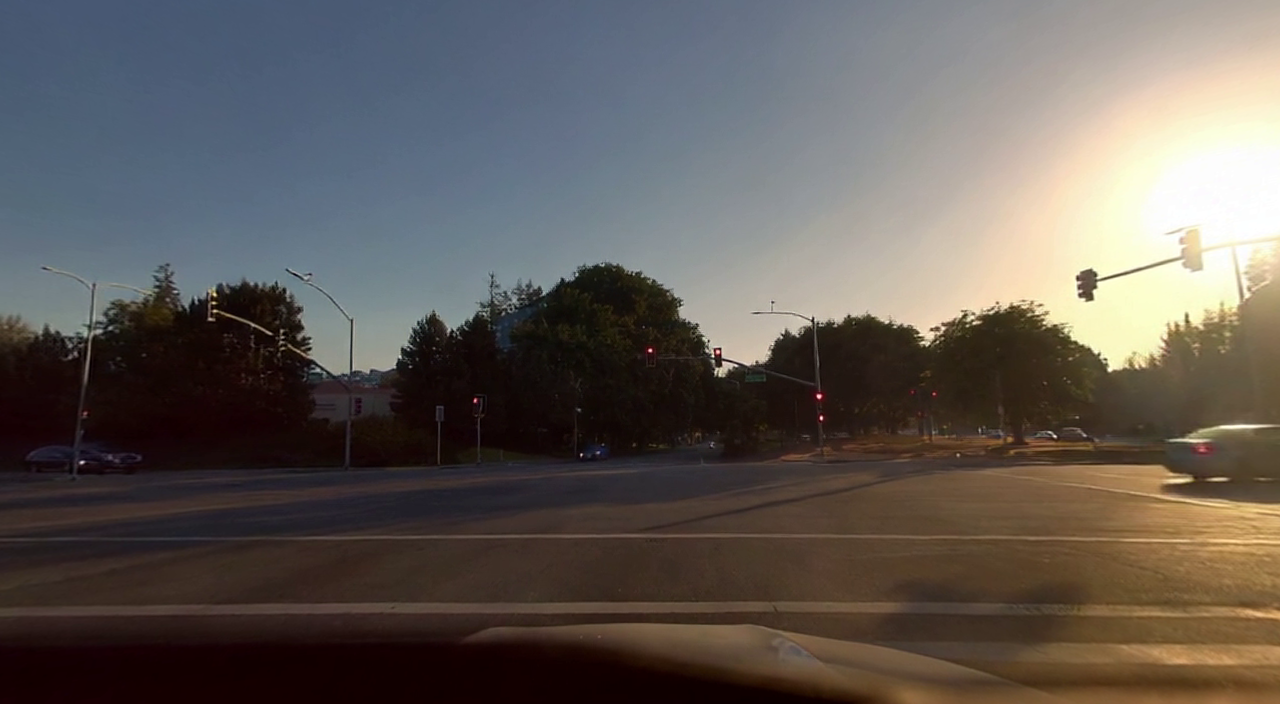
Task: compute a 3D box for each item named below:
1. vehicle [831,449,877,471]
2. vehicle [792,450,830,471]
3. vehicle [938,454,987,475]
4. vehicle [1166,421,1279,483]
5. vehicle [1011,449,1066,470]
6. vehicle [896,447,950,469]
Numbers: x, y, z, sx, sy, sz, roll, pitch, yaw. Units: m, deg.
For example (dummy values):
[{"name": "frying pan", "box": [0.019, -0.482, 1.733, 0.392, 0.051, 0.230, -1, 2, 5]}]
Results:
[{"name": "vehicle", "box": [15.534, 7.838, 45.965, 1.714, 1.458, 4.206, 0, -8, -2]}, {"name": "vehicle", "box": [12.575, 7.941, 46.482, 1.647, 1.386, 3.725, -1, -8, -1]}, {"name": "vehicle", "box": [23.014, 8.000, 45.051, 1.633, 1.324, 3.449, -1, -8, -1]}, {"name": "vehicle", "box": [16.399, 2.570, 16.275, 3.894, 1.490, 1.810, -1, -8, 3]}, {"name": "vehicle", "box": [28.495, 7.673, 45.205, 1.662, 1.440, 3.583, -1, -8, 3]}, {"name": "vehicle", "box": [20.592, 7.682, 46.036, 1.815, 1.515, 4.552, 0, -8, 0]}]
